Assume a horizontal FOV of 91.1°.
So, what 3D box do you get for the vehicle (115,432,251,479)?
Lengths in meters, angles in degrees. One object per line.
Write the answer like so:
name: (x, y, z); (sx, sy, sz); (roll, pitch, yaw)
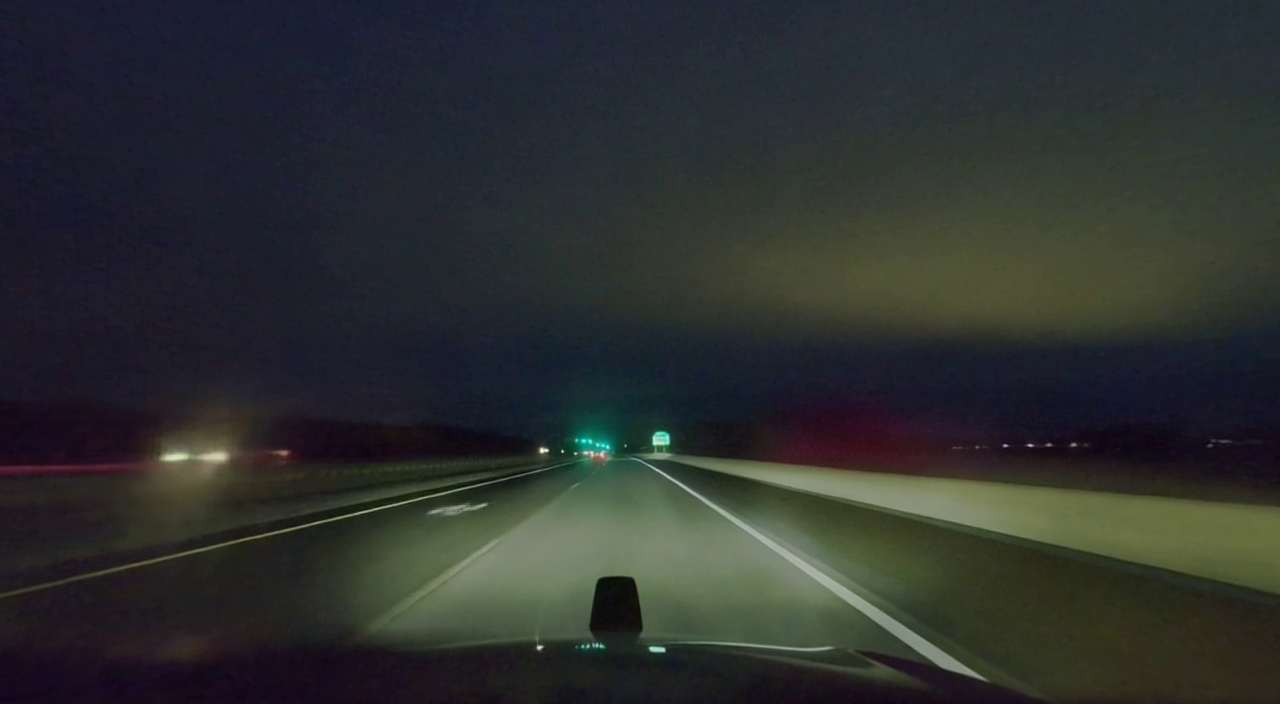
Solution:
vehicle: (-17.147, 3.909, 23.917); (1.911, 1.593, 4.372); (0, -9, -1)
